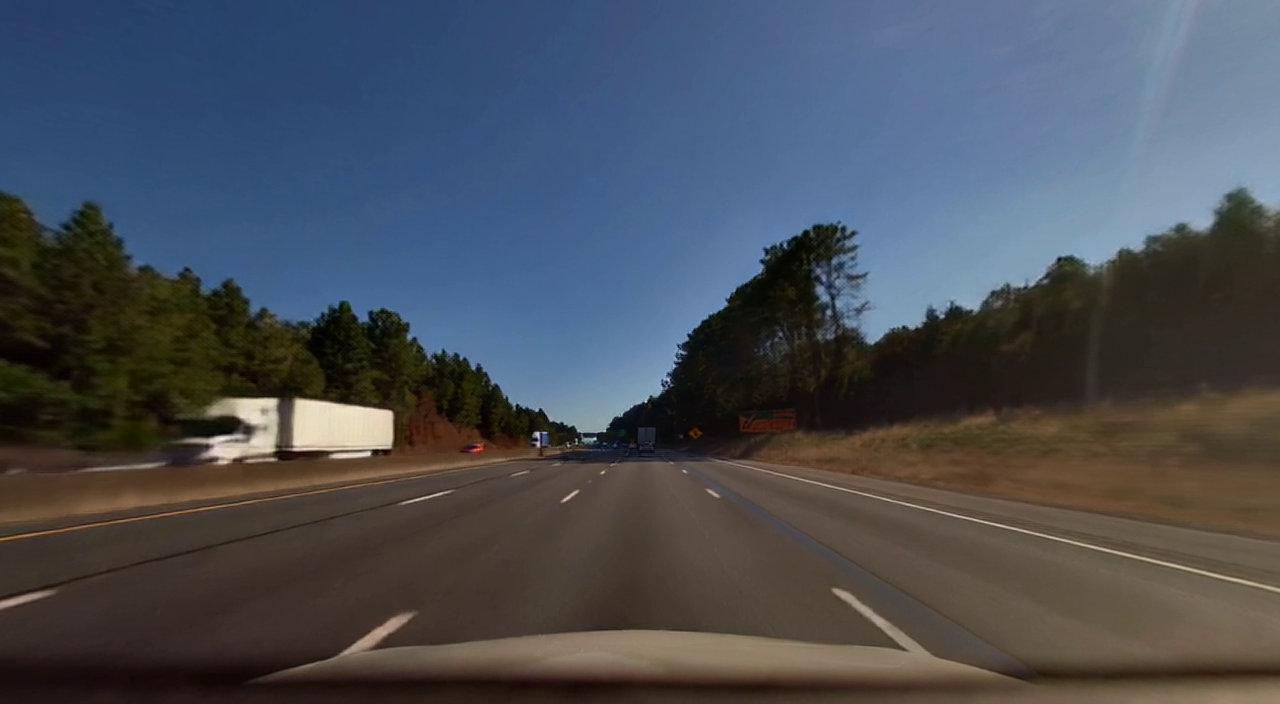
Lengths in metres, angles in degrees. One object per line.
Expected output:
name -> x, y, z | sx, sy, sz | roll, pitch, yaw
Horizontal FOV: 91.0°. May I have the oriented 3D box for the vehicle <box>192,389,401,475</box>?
vehicle -> -18.168, 4.661, 35.818 | 2.868, 3.769, 16.534 | 0, -8, -1
